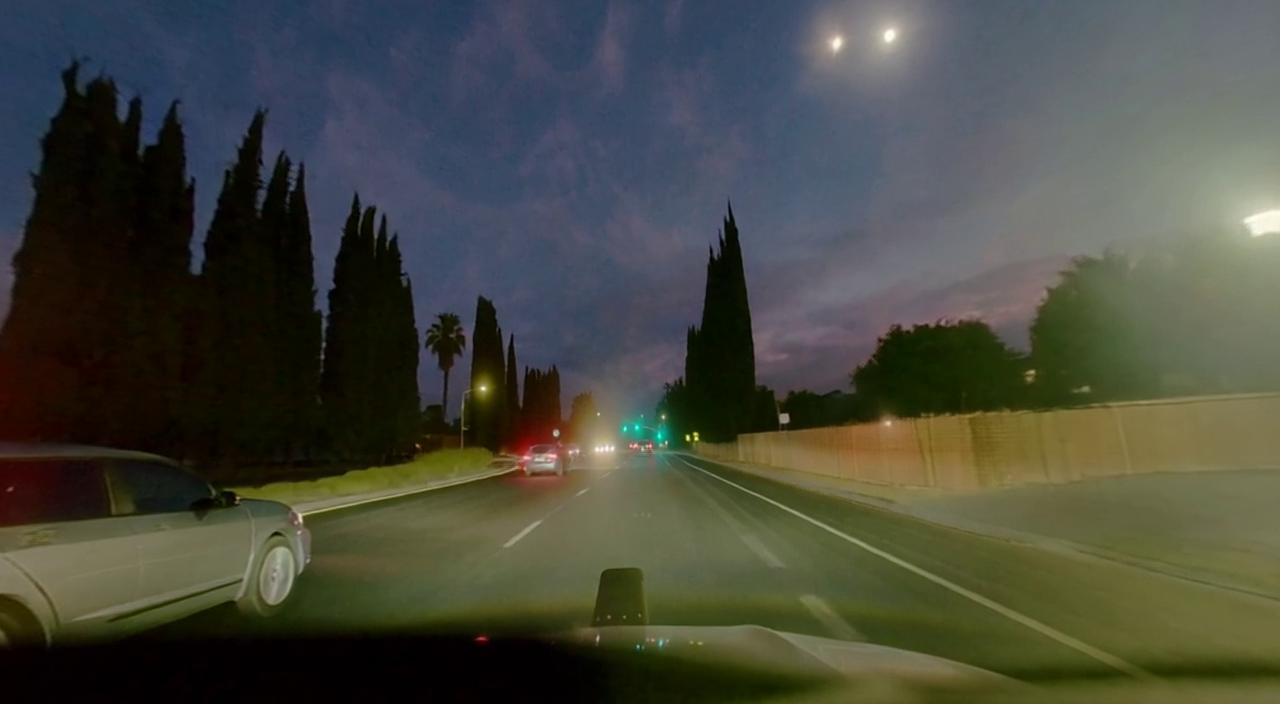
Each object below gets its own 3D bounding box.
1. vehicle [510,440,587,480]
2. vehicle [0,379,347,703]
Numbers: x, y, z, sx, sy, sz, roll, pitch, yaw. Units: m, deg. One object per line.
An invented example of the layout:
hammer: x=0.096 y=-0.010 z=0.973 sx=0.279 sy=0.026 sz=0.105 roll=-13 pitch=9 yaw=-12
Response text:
vehicle: x=-3.565 y=4.316 z=25.543 sx=2.188 sy=1.473 sz=4.651 roll=-1 pitch=-8 yaw=3
vehicle: x=-4.113 y=1.028 z=3.809 sx=2.190 sy=1.545 sz=4.943 roll=0 pitch=-8 yaw=2
